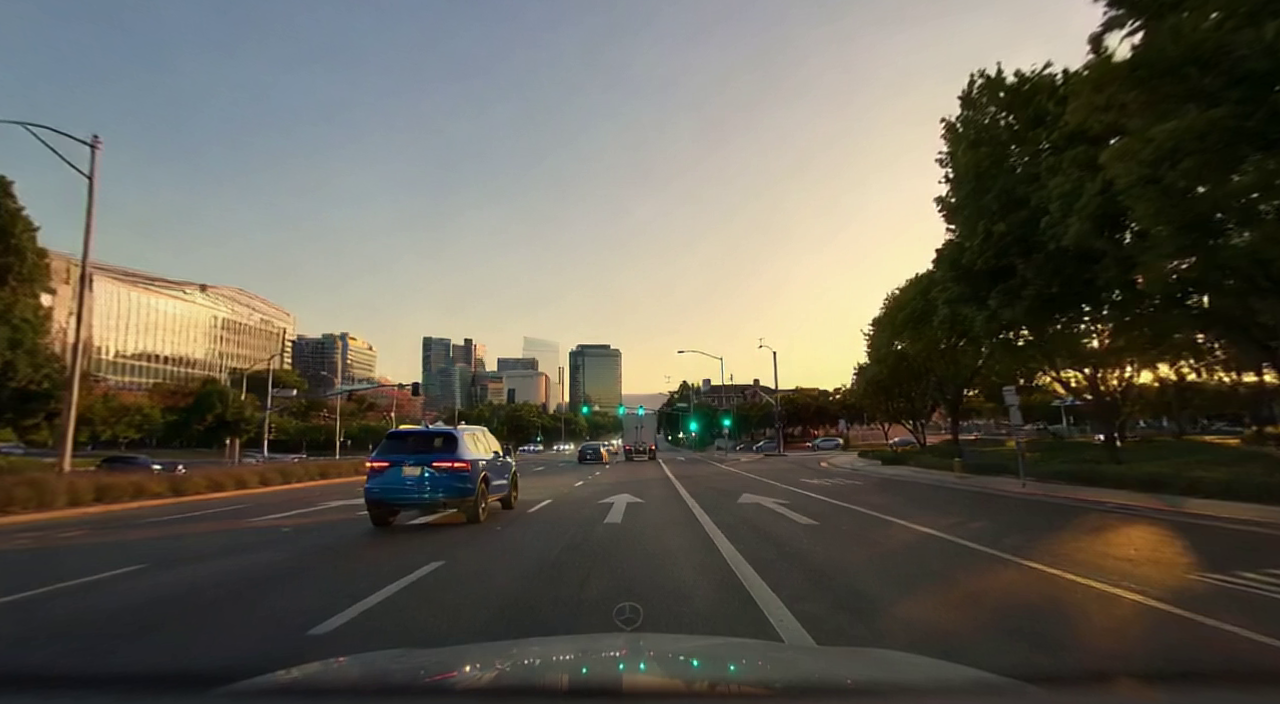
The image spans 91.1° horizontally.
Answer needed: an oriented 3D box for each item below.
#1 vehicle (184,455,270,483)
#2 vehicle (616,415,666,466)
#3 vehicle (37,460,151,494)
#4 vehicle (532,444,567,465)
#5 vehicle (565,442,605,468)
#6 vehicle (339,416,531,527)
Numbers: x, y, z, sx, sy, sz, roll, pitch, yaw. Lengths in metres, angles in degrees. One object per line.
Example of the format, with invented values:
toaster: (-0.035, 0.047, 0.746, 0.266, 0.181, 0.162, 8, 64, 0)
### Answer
vehicle: (-24.763, 7.010, 37.837, 2.013, 1.517, 4.567, 0, -9, 1)
vehicle: (0.153, 5.745, 40.628, 2.993, 3.051, 6.692, 0, -8, 2)
vehicle: (-28.620, 6.544, 33.149, 1.828, 1.499, 4.619, 0, -9, 1)
vehicle: (-6.696, 7.587, 46.742, 1.933, 1.477, 4.119, 0, -8, 1)
vehicle: (-3.270, 6.241, 38.149, 2.023, 1.483, 4.143, 0, -9, 1)
vehicle: (-3.834, 2.348, 12.936, 2.178, 1.826, 4.933, 0, -8, 1)
